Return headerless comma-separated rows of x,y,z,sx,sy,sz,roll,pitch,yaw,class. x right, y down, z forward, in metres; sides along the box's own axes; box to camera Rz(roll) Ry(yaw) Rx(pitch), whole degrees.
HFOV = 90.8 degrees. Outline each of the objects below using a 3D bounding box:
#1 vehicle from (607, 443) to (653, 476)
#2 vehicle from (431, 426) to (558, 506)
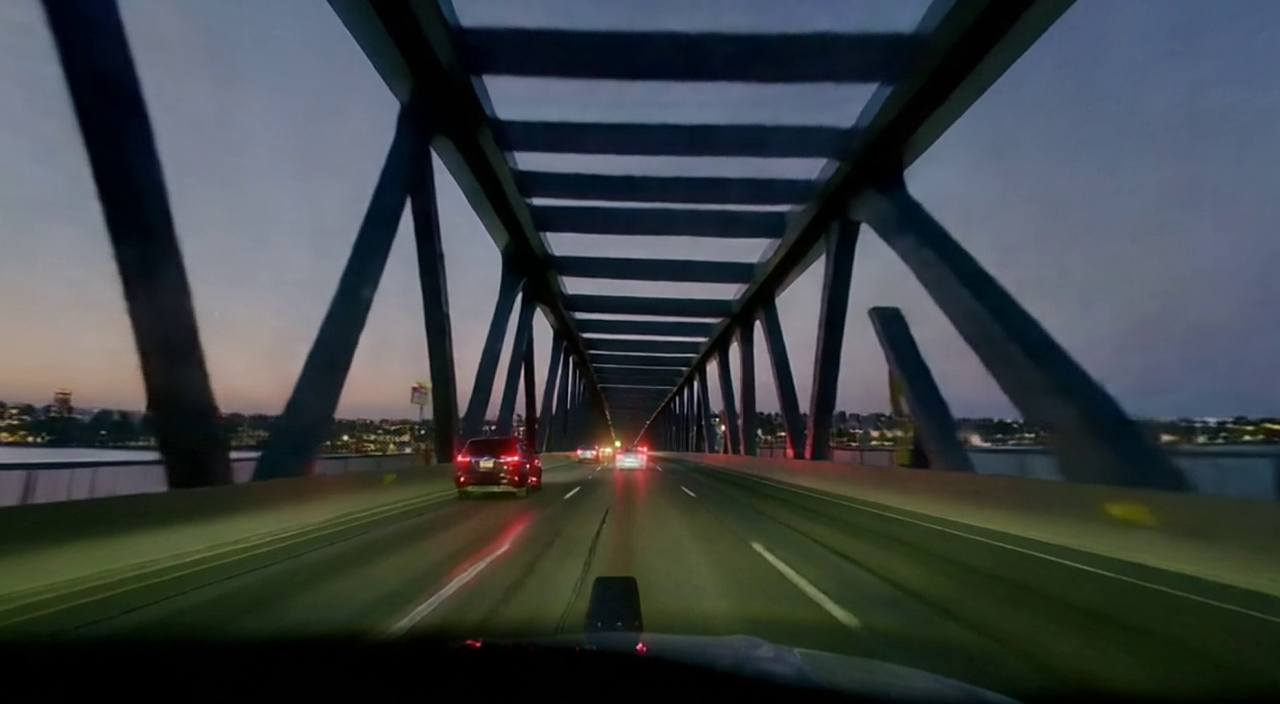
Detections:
-0.481,5.124,30.336,2.048,1.450,3.973,0,-9,-1,vehicle
-3.664,2.995,16.990,2.190,1.807,4.741,-1,-9,1,vehicle
